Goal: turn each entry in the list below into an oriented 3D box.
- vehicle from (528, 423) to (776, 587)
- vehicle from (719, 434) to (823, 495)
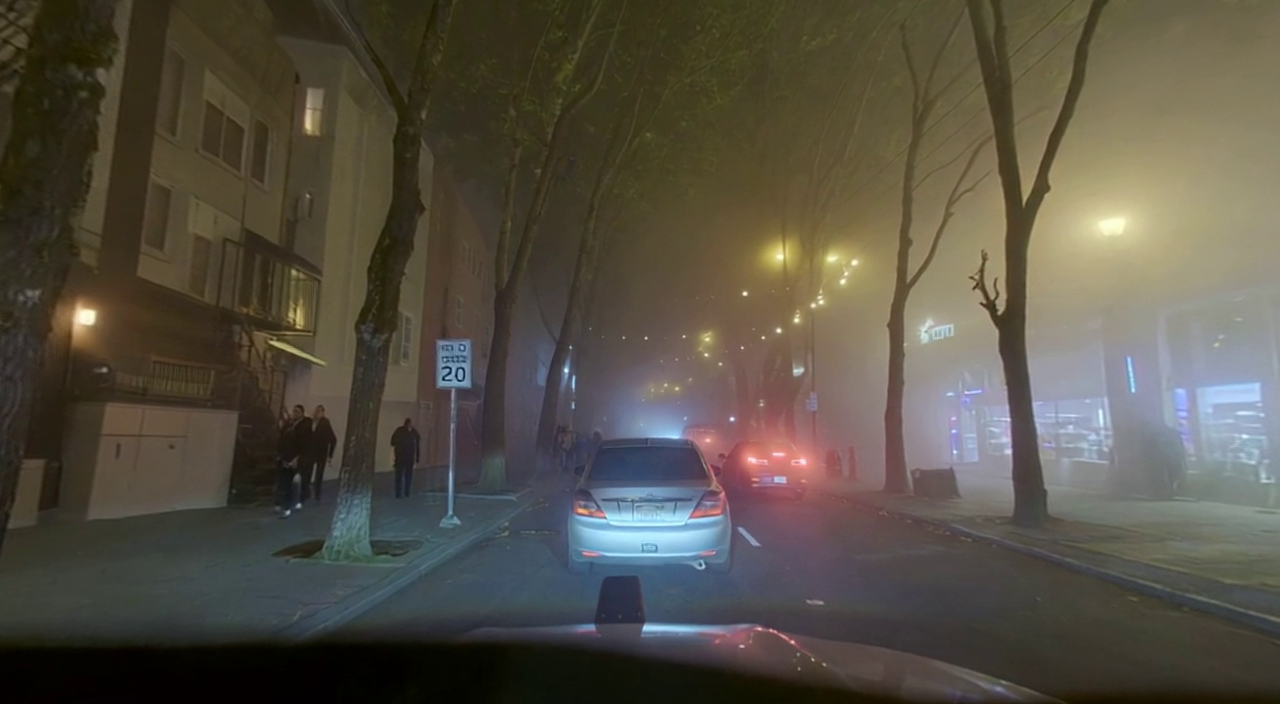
[{"bbox_3d":[0.085,1.715,7.917,2.261,1.474,4.130,0,-8,-1],"label":"vehicle"},{"bbox_3d":[3.618,3.196,18.351,2.025,1.523,4.426,0,-9,0],"label":"vehicle"}]
